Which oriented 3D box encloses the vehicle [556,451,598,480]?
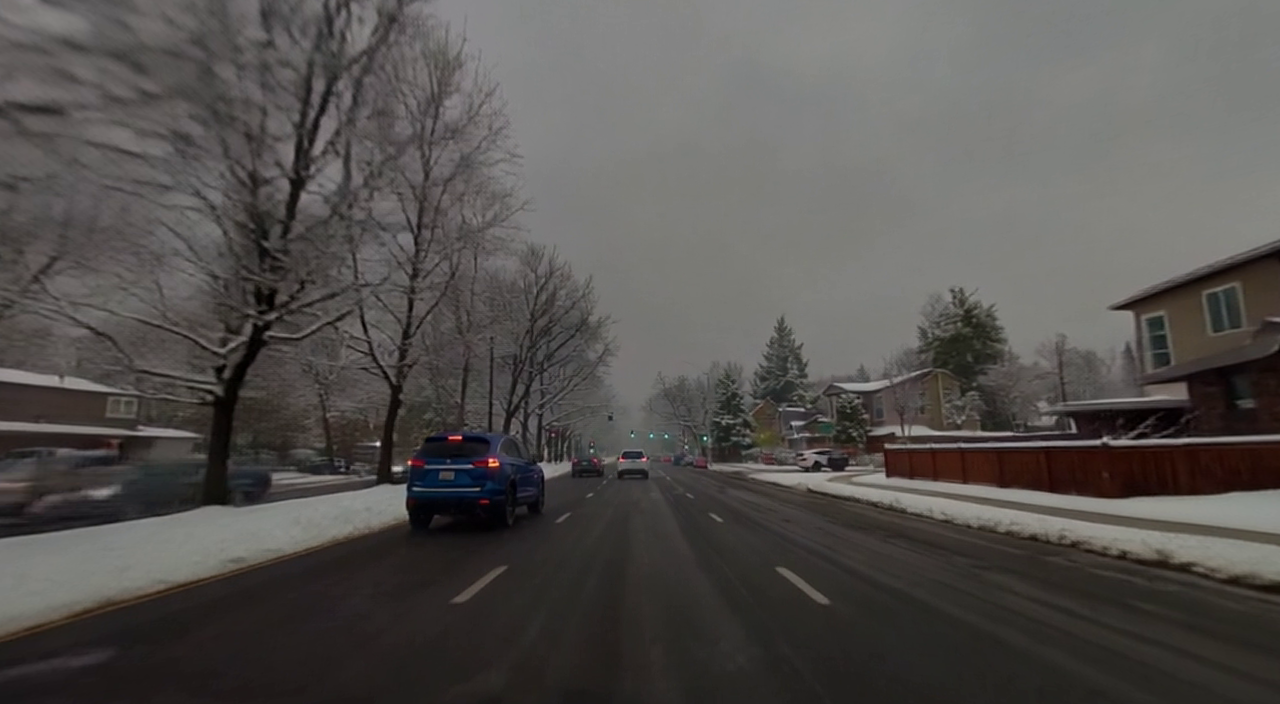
[{"bbox_3d":[-3.638,6.643,37.174,2.066,1.565,3.905,0,-8,1],"label":"vehicle"}]

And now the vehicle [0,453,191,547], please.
[{"bbox_3d":[-11.543,2.772,12.418,1.979,1.483,4.671,0,-9,0],"label":"vehicle"}]

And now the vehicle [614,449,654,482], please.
[{"bbox_3d":[-0.296,5.968,33.484,1.997,1.636,3.760,0,-8,0],"label":"vehicle"}]

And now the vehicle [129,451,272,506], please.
[{"bbox_3d":[-15.503,4.435,22.637,1.994,1.686,4.352,0,-8,0],"label":"vehicle"}]

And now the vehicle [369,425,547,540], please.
[{"bbox_3d":[-3.461,2.579,13.202,2.161,1.919,4.798,0,-8,2],"label":"vehicle"}]

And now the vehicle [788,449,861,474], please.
[{"bbox_3d":[12.627,7.521,43.452,4.482,1.678,1.890,-1,-9,7],"label":"vehicle"}]
